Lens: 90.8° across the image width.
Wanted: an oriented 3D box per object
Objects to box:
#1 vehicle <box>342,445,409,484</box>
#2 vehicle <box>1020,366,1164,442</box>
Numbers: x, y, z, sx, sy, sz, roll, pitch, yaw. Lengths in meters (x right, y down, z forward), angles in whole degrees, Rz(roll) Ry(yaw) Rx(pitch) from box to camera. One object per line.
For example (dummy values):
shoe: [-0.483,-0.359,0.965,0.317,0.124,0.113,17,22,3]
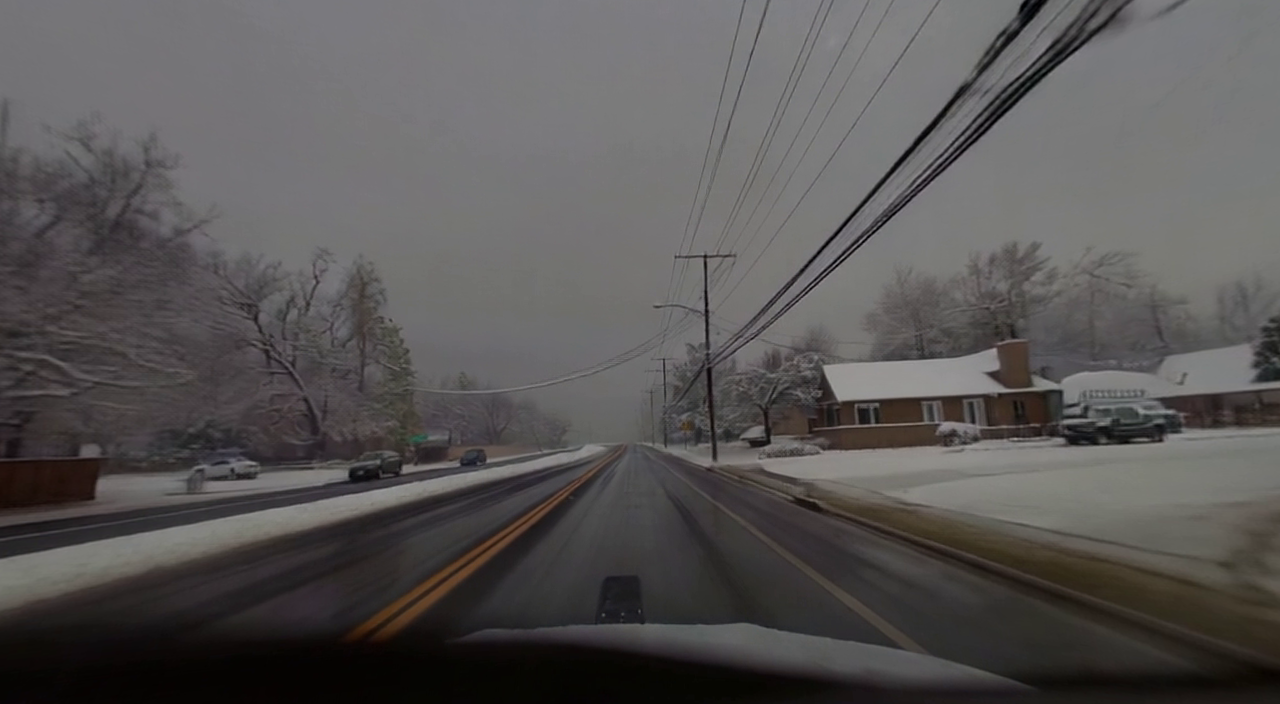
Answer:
vehicle: [-16.073,6.803,38.699,2.071,1.883,4.915,-7,-7,-3]
vehicle: [23.712,2.813,33.621,2.696,3.581,5.969,-2,-6,-5]
